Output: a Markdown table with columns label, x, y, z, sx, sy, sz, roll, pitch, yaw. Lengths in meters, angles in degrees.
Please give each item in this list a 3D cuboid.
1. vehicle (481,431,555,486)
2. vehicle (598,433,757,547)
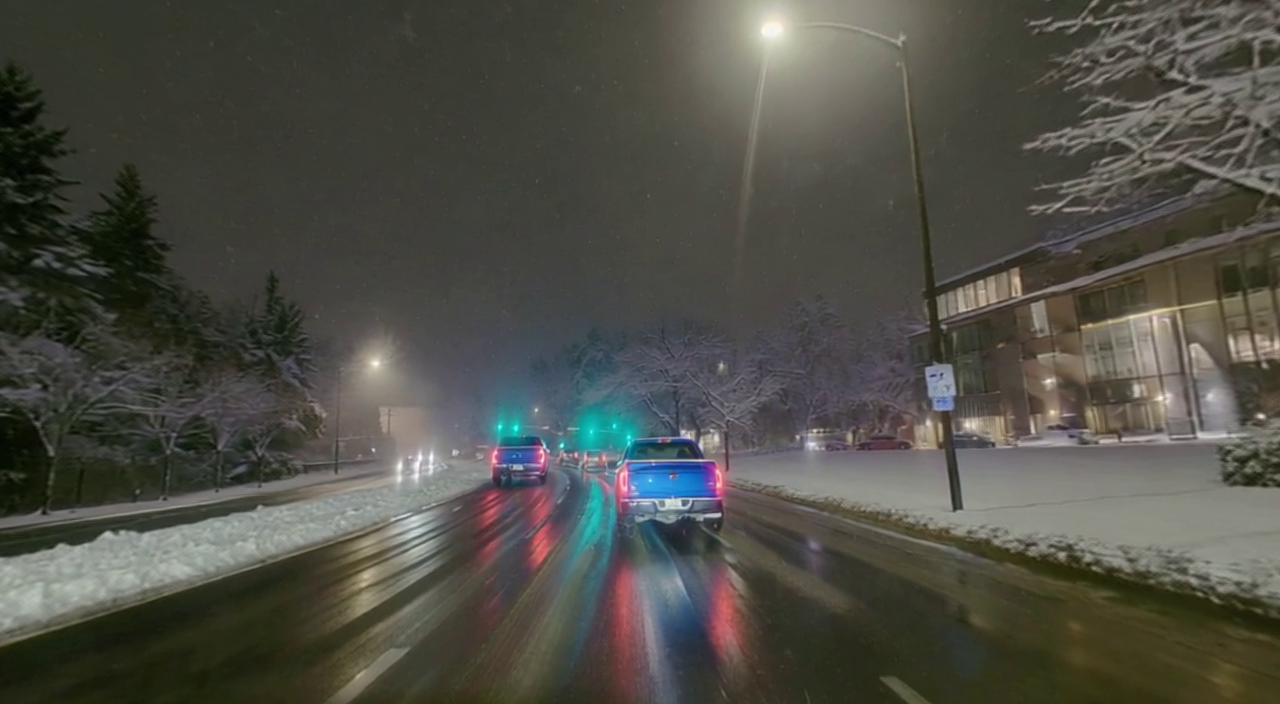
| label | x | y | z | sx | sy | sz | roll | pitch | yaw |
| --- | --- | --- | --- | --- | --- | --- | --- | --- | --- |
| vehicle | -4.864 | 4.350 | 26.054 | 2.512 | 1.992 | 5.725 | 1 | -9 | -6 |
| vehicle | 0.381 | 2.196 | 10.706 | 2.142 | 1.528 | 4.133 | 1 | -9 | -4 |
